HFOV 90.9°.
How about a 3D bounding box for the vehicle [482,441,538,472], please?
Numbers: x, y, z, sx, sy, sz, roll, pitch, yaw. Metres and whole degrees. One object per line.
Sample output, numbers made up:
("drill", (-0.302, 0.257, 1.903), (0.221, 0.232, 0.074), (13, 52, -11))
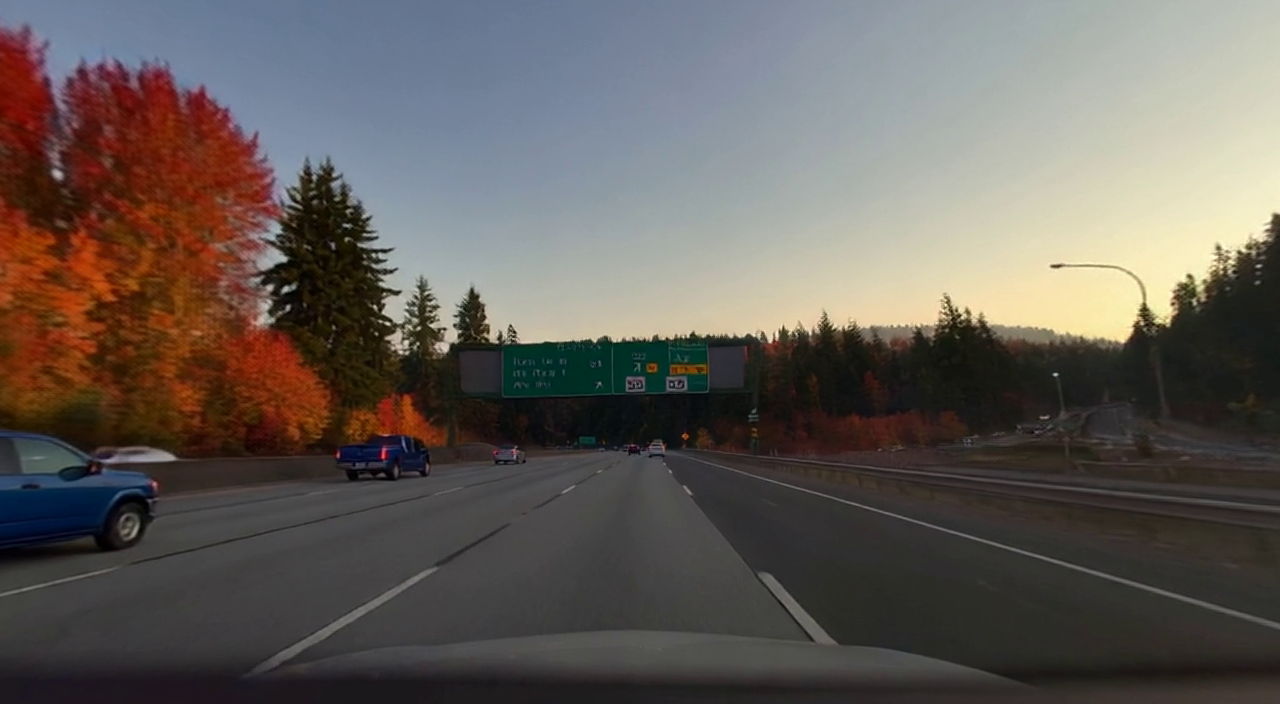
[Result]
("vehicle", (-6.693, 5.395, 32.814), (1.919, 1.499, 4.234), (0, -8, 1))

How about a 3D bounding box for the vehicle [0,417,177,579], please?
("vehicle", (-7.239, 1.411, 6.044), (1.965, 1.567, 4.686), (0, -8, 1))

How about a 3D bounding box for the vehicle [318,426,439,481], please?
("vehicle", (-10.567, 4.165, 26.152), (2.347, 1.984, 5.778), (0, -8, 2))
